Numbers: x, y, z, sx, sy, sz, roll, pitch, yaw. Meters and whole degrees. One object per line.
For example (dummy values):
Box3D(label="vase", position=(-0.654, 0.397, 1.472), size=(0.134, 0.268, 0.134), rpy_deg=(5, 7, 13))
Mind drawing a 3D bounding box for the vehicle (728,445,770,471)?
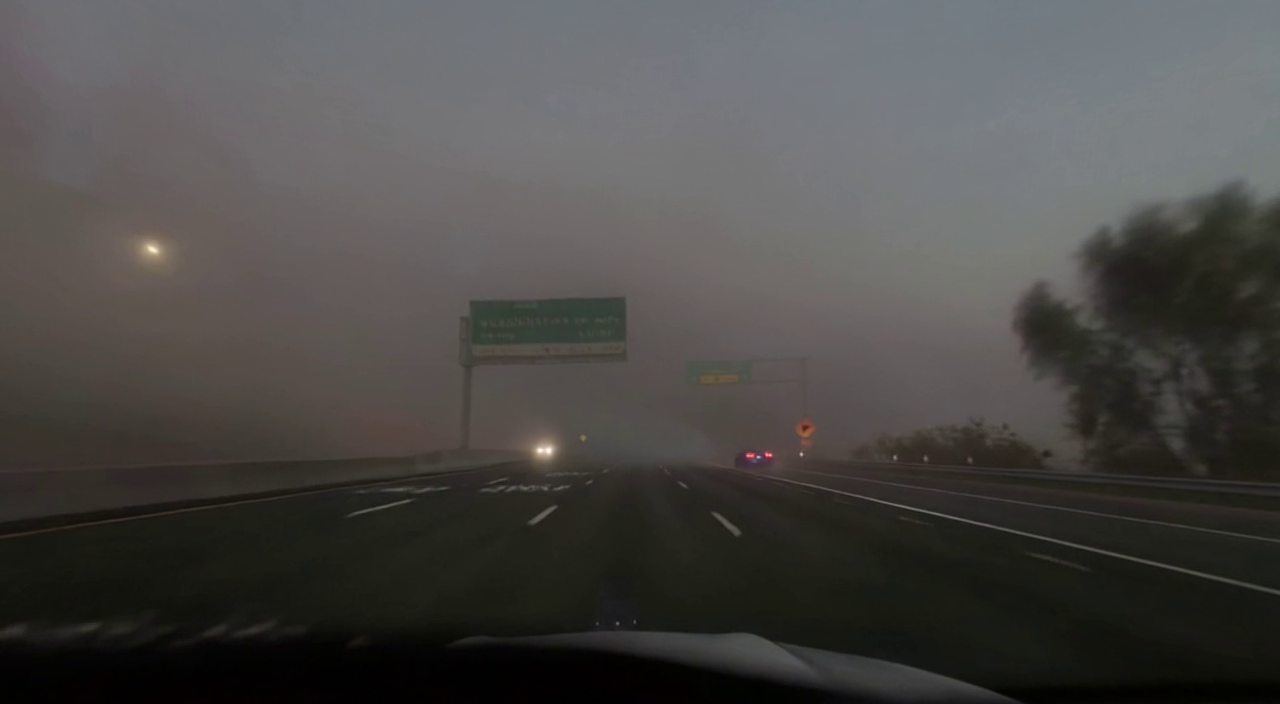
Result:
Box3D(label="vehicle", position=(7.165, 7.014, 42.113), size=(1.958, 1.498, 4.447), rpy_deg=(0, -7, -1))
